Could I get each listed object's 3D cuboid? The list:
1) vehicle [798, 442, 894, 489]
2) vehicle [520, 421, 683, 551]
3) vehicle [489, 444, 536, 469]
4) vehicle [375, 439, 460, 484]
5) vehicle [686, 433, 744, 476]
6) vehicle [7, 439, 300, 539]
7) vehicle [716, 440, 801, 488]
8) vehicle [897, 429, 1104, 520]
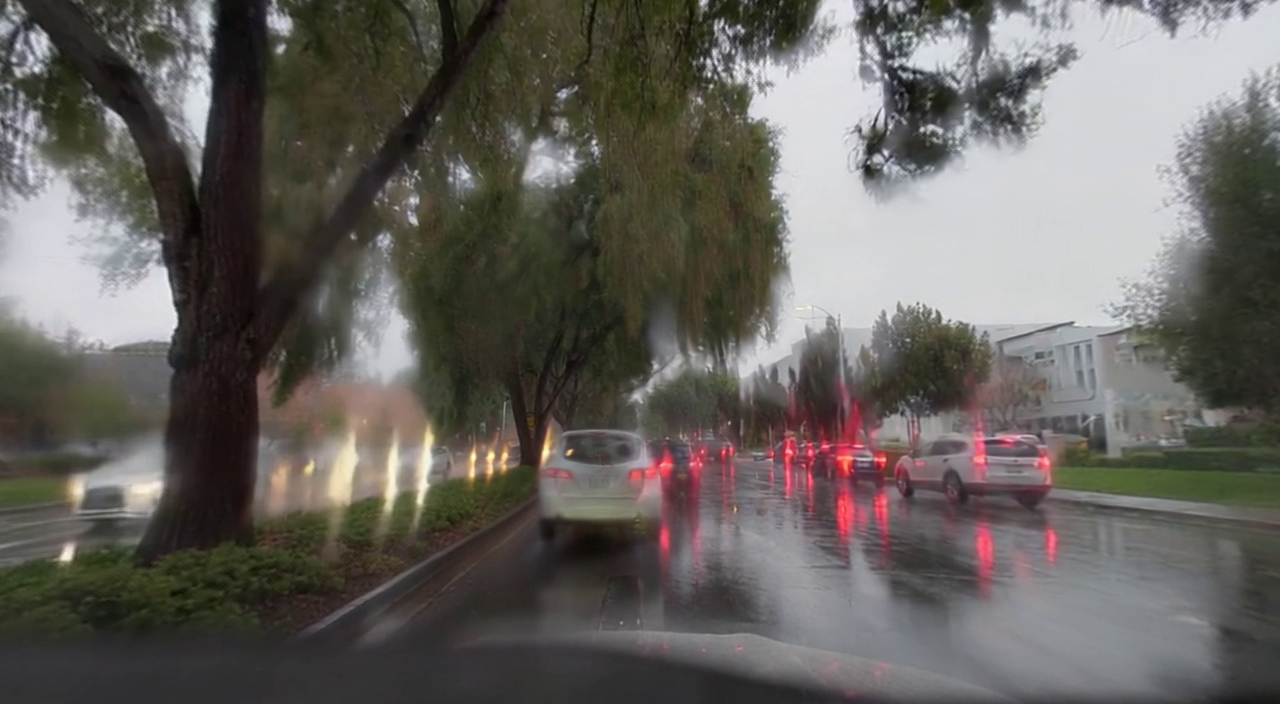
[{"bbox_3d":[7.211,3.994,22.642,1.977,1.485,4.308,0,-8,0],"label":"vehicle"},{"bbox_3d":[-0.596,2.012,10.119,2.106,1.655,3.717,0,-8,-3],"label":"vehicle"},{"bbox_3d":[-8.205,6.758,41.069,2.039,1.466,4.553,0,-8,1],"label":"vehicle"},{"bbox_3d":[-8.908,4.406,25.684,1.920,1.663,4.036,0,-8,0],"label":"vehicle"},{"bbox_3d":[3.435,4.786,29.821,2.114,1.846,4.659,0,-8,-1],"label":"vehicle"},{"bbox_3d":[-8.764,2.460,12.094,1.938,1.513,4.593,0,-8,0],"label":"vehicle"},{"bbox_3d":[4.001,3.869,22.165,2.175,1.477,4.520,0,-8,1],"label":"vehicle"},{"bbox_3d":[7.786,2.664,14.284,2.168,1.709,4.289,0,-8,1],"label":"vehicle"}]
